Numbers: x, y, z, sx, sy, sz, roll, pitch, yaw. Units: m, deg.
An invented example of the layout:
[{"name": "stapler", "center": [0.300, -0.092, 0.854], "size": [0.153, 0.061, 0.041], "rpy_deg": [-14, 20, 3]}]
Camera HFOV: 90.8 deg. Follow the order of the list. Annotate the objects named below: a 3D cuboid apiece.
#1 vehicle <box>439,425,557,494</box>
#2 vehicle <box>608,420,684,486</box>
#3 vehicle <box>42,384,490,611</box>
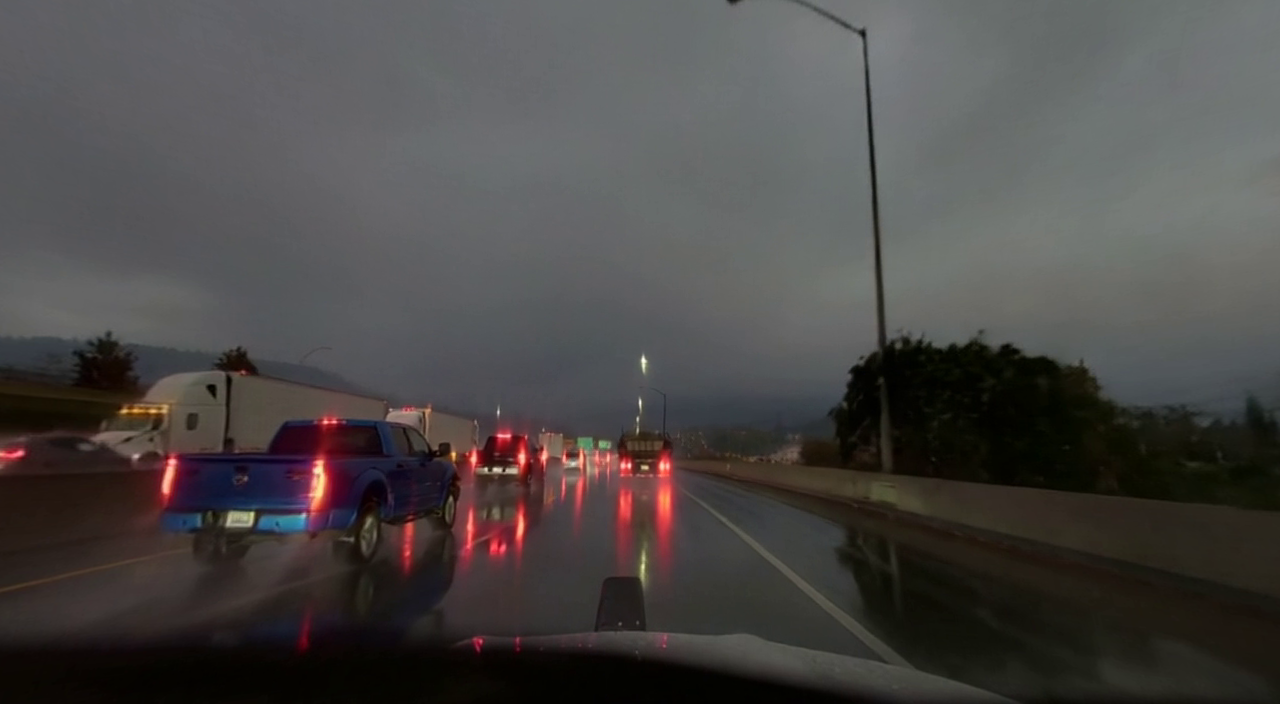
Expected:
[{"name": "vehicle", "center": [-4.467, 3.519, 21.047], "size": [2.575, 1.958, 5.730], "rpy_deg": [0, -9, 0]}, {"name": "vehicle", "center": [0.085, 4.438, 28.028], "size": [2.886, 2.471, 7.692], "rpy_deg": [0, -9, -2]}, {"name": "vehicle", "center": [-3.661, 1.565, 7.739], "size": [2.303, 1.835, 5.044], "rpy_deg": [-1, -9, 1]}]
